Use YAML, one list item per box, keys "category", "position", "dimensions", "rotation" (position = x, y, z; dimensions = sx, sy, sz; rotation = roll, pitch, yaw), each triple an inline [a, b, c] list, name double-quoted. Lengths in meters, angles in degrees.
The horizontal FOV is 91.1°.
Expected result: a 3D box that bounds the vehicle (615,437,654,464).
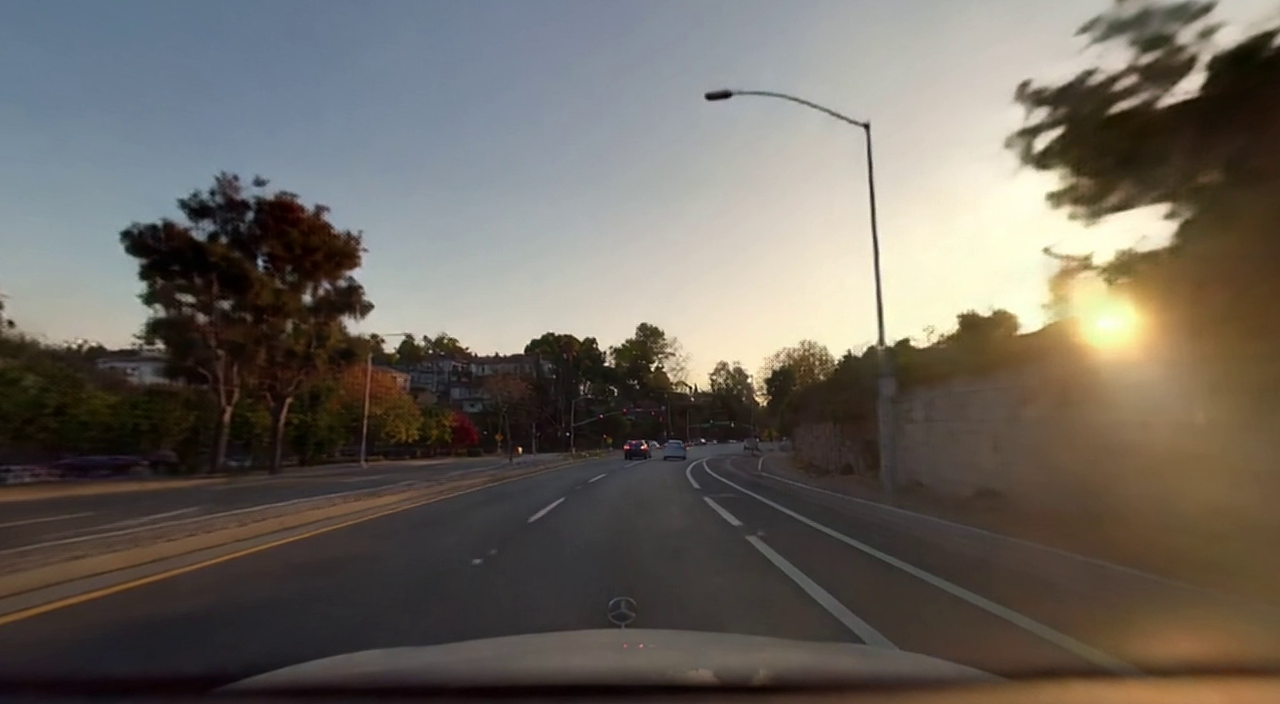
- category: "vehicle"
  position: [-0.346, 7.246, 46.266]
  dimensions: [2.152, 1.822, 4.391]
  rotation: [-1, -9, 10]
